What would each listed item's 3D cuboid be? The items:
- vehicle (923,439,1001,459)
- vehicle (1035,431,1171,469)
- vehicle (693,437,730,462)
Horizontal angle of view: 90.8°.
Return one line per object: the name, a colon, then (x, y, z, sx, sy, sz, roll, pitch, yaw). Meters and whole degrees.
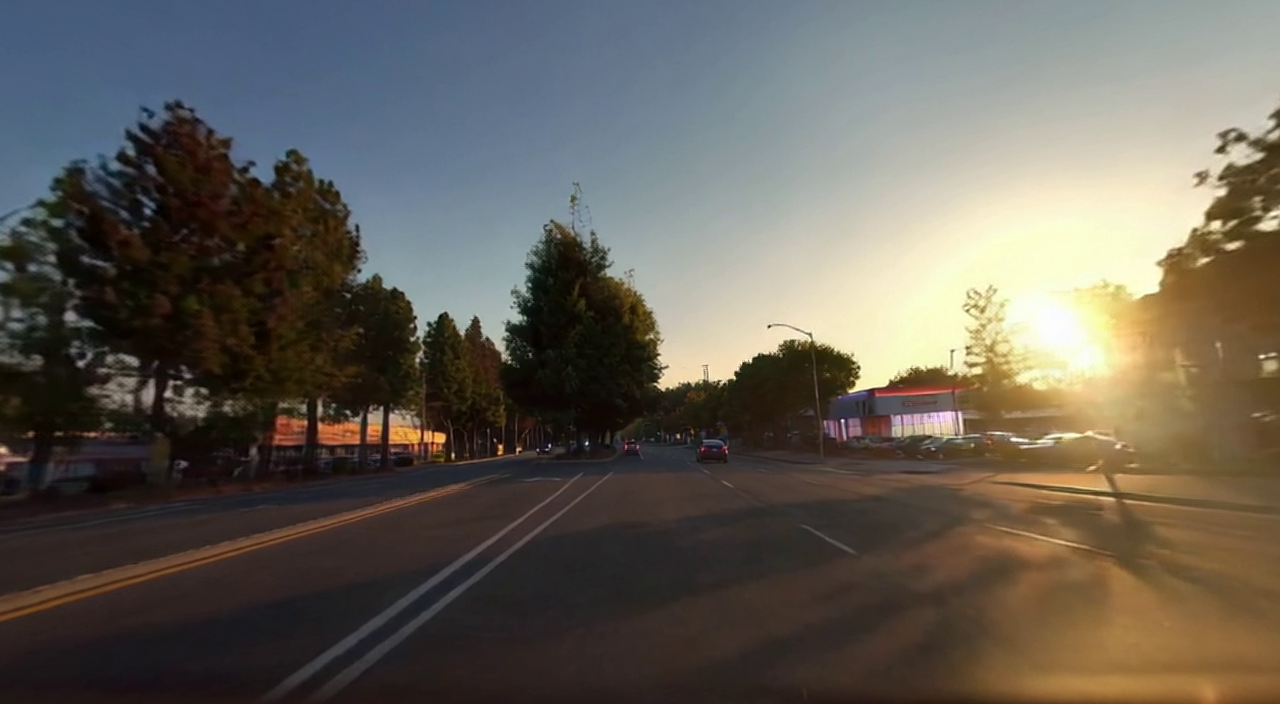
vehicle: (23.524, 7.114, 46.346, 1.886, 1.438, 4.742, 6, -10, -33)
vehicle: (22.794, 4.850, 31.322, 2.086, 1.730, 4.913, 6, -11, -35)
vehicle: (4.903, 6.727, 43.629, 1.957, 1.643, 4.226, 0, -9, -1)
